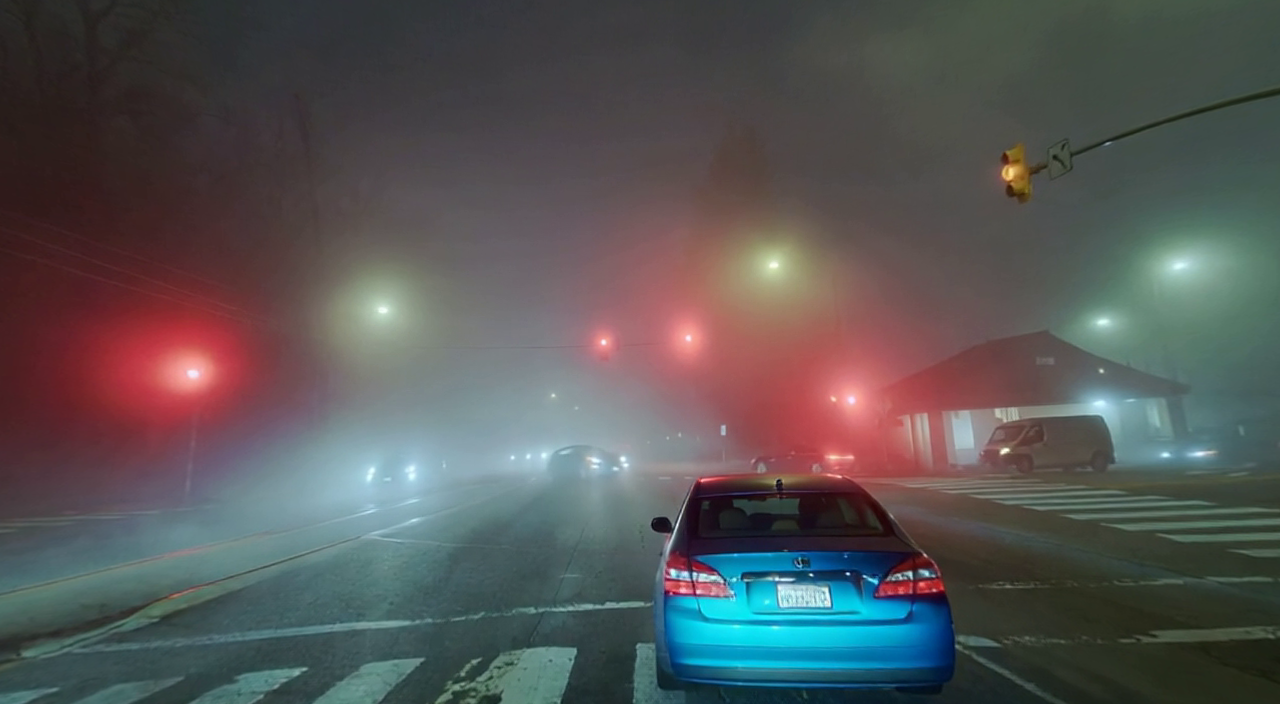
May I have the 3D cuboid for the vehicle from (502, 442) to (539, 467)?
[{"bbox_3d":[-8.649,7.458,46.179,2.087,1.718,4.700,0,-9,-3],"label":"vehicle"}]

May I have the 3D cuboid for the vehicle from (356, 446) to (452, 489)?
[{"bbox_3d":[-8.888,4.365,24.236,2.024,1.460,4.381,0,-9,0],"label":"vehicle"}]

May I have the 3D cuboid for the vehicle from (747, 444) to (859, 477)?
[{"bbox_3d":[7.751,5.159,30.163,4.828,1.453,1.919,-5,-10,28],"label":"vehicle"}]

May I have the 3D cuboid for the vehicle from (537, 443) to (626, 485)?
[{"bbox_3d":[-2.256,4.097,23.465,1.846,1.416,4.228,4,-10,-27],"label":"vehicle"}]

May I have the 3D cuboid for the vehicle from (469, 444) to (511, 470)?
[{"bbox_3d":[-8.976,6.339,38.210,1.779,1.460,4.463,1,-9,-4],"label":"vehicle"}]

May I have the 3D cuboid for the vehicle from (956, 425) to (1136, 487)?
[{"bbox_3d":[14.847,3.765,23.129,5.910,2.046,2.228,3,-9,-19],"label":"vehicle"}]
